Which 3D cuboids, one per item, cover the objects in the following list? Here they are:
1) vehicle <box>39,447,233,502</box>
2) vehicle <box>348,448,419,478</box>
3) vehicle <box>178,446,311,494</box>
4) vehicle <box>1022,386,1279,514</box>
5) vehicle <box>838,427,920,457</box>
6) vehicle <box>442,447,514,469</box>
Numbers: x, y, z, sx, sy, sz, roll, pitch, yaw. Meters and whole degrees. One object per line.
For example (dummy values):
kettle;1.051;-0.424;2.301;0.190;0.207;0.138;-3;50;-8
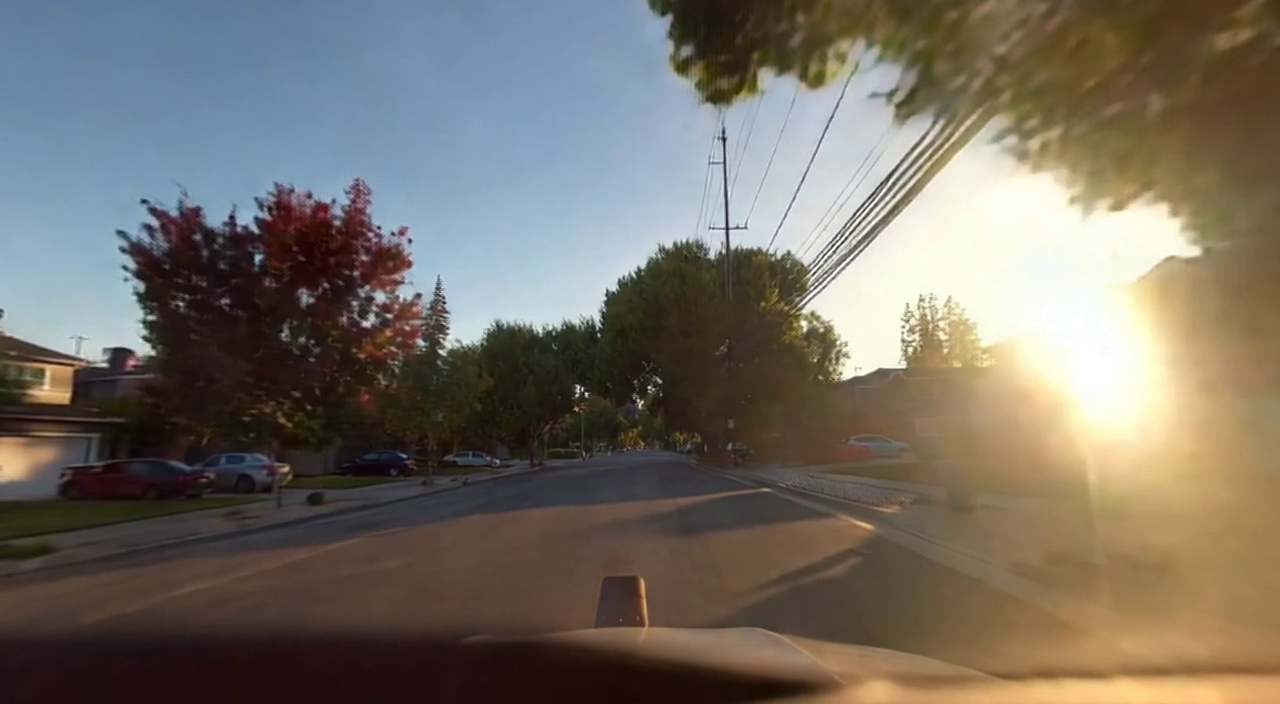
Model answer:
vehicle;-16.388;3.971;20.746;4.482;1.648;2.169;0;-9;1
vehicle;-14.925;6.428;37.073;1.978;1.586;5.192;0;-8;0
vehicle;-15.195;4.486;24.347;4.232;1.693;1.949;-3;-9;17
vehicle;9.625;1.587;10.401;5.273;1.868;2.070;0;-8;0
vehicle;14.958;5.653;39.690;4.373;1.759;2.093;0;-10;6
vehicle;-12.394;8.115;48.480;4.893;1.567;2.105;-1;-8;5
